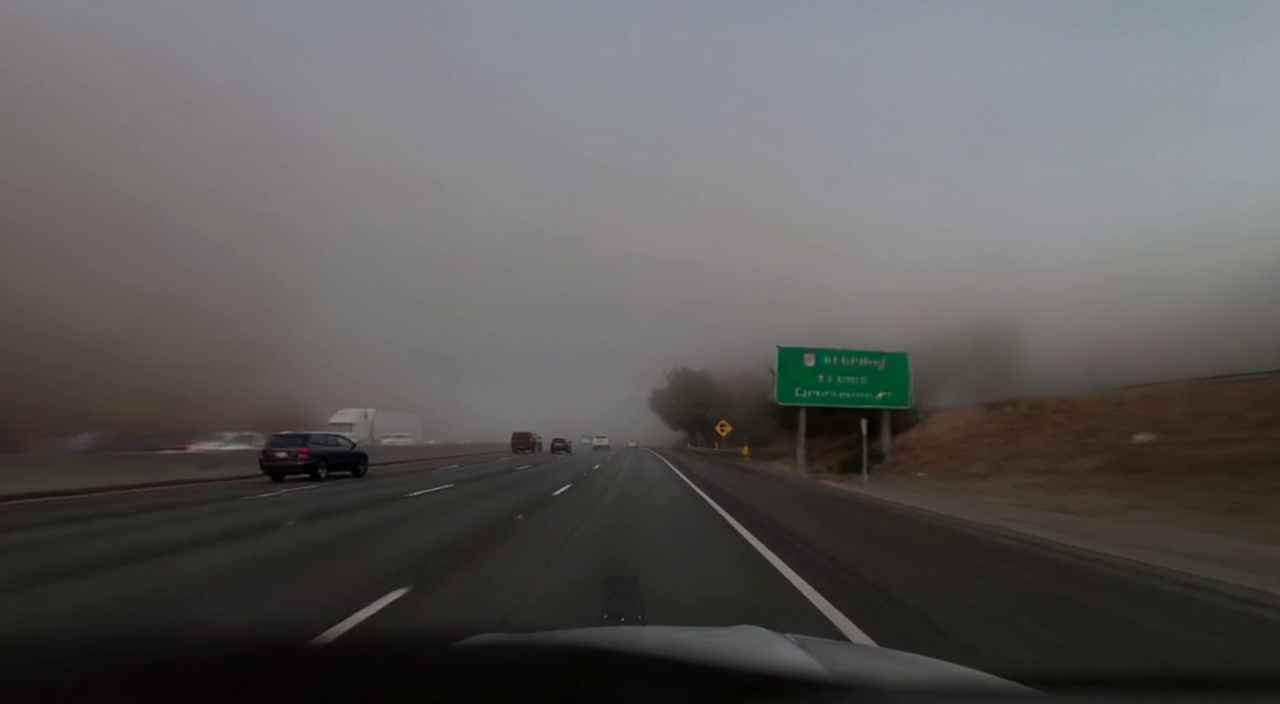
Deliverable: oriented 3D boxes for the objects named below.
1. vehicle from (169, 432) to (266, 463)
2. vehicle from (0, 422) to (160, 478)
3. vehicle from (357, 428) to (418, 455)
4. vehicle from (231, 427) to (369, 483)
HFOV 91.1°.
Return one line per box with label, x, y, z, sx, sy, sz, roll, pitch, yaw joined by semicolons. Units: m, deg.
vehicle;-21.882;4.967;32.760;1.843;1.468;4.587;1;-8;0
vehicle;-18.071;3.110;20.095;1.889;1.546;4.305;1;-8;1
vehicle;-18.606;6.667;46.598;2.179;1.790;5.517;1;-9;1
vehicle;-11.097;3.389;20.947;2.001;1.625;4.528;1;-8;1
